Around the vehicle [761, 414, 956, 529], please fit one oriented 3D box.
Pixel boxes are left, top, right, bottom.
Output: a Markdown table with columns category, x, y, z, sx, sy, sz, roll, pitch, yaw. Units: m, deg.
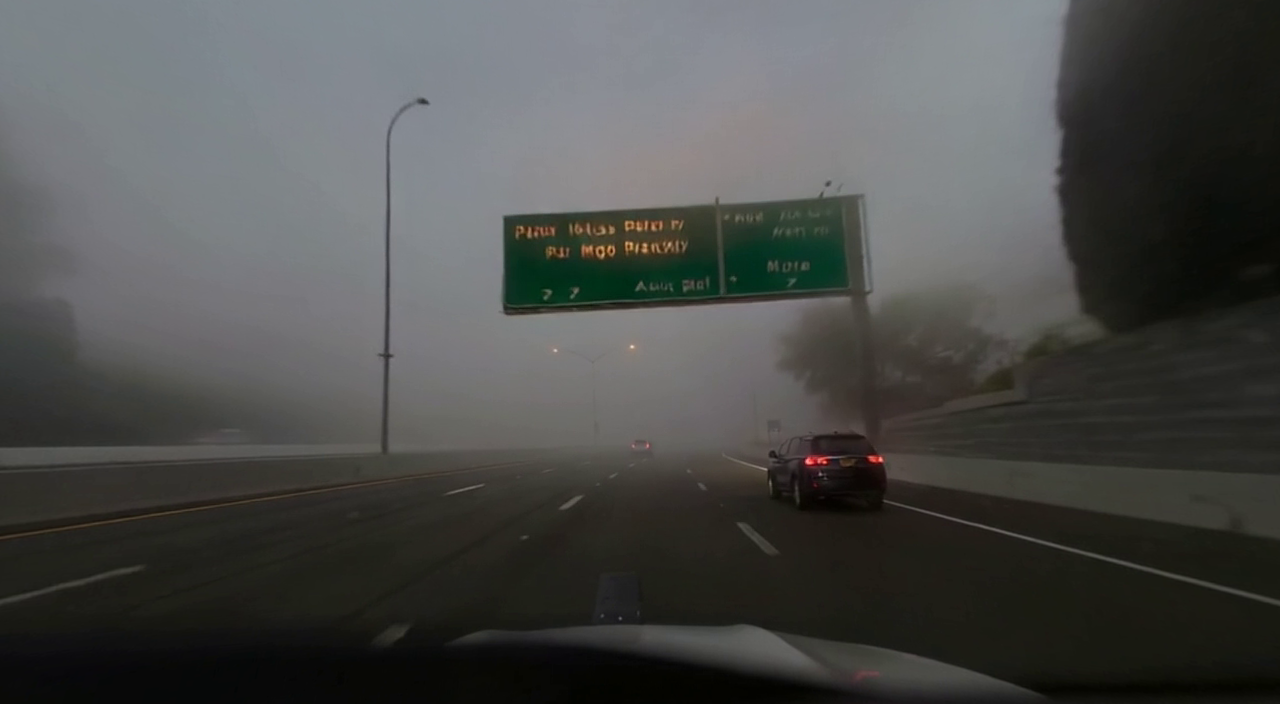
| category | x | y | z | sx | sy | sz | roll | pitch | yaw |
| --- | --- | --- | --- | --- | --- | --- | --- | --- | --- |
| vehicle | 3.734 | 2.134 | 11.731 | 2.090 | 1.715 | 4.228 | 0 | -9 | 0 |

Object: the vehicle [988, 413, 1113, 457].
| category | x | y | z | sx | sy | sz | roll | pitch | yaw |
| --- | --- | --- | --- | --- | --- | --- | --- | --- | --- |
| vehicle | 23.685 | 4.879 | 36.506 | 5.707 | 2.048 | 2.282 | -10 | -13 | 34 |
